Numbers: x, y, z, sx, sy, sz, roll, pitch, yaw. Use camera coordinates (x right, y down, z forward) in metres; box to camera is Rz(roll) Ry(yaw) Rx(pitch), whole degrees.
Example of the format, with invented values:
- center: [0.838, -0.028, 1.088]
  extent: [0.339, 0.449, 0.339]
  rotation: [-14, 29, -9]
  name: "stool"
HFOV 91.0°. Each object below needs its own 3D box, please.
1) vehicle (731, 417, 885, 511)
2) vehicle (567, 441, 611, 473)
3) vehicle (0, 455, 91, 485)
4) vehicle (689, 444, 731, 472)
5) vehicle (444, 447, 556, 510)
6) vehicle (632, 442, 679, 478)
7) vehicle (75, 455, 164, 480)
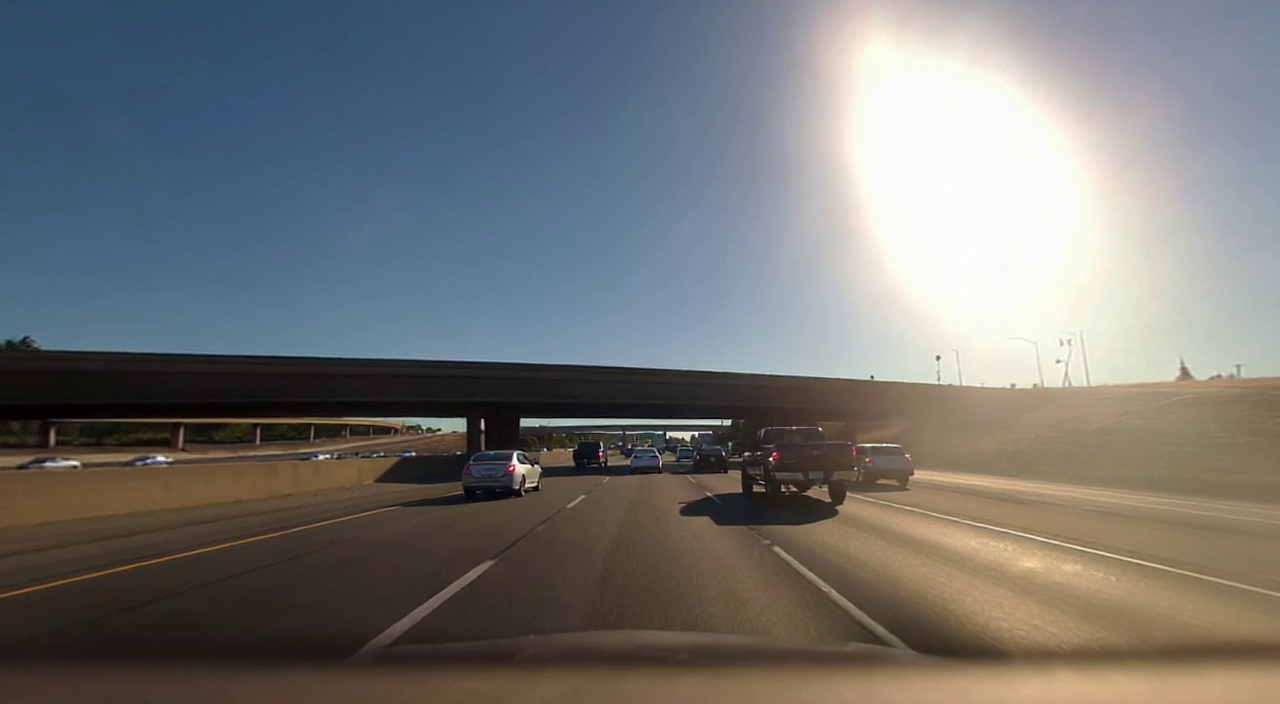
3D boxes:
- center: [3.921, 2.765, 16.011]
  extent: [2.340, 1.925, 5.529]
  rotation: [0, -9, 0]
  name: "vehicle"
- center: [-3.076, 6.478, 39.090]
  extent: [2.176, 1.783, 4.799]
  rotation: [0, -9, 1]
  name: "vehicle"
- center: [-41.879, 8.137, 43.806]
  extent: [2.088, 1.814, 5.735]
  rotation: [0, -9, 1]
  name: "vehicle"
- center: [4.404, 6.745, 40.378]
  extent: [2.145, 1.636, 4.437]
  rotation: [0, -9, 0]
  name: "vehicle"
- center: [-3.564, 3.287, 16.884]
  extent: [1.947, 1.424, 4.264]
  rotation: [0, -9, 1]
  name: "vehicle"
- center: [0.716, 5.210, 30.586]
  extent: [2.147, 1.572, 4.094]
  rotation: [0, -9, 0]
  name: "vehicle"
- center: [-37.724, 8.386, 45.844]
  extent: [1.903, 1.606, 5.214]
  rotation: [0, -9, 1]
  name: "vehicle"
